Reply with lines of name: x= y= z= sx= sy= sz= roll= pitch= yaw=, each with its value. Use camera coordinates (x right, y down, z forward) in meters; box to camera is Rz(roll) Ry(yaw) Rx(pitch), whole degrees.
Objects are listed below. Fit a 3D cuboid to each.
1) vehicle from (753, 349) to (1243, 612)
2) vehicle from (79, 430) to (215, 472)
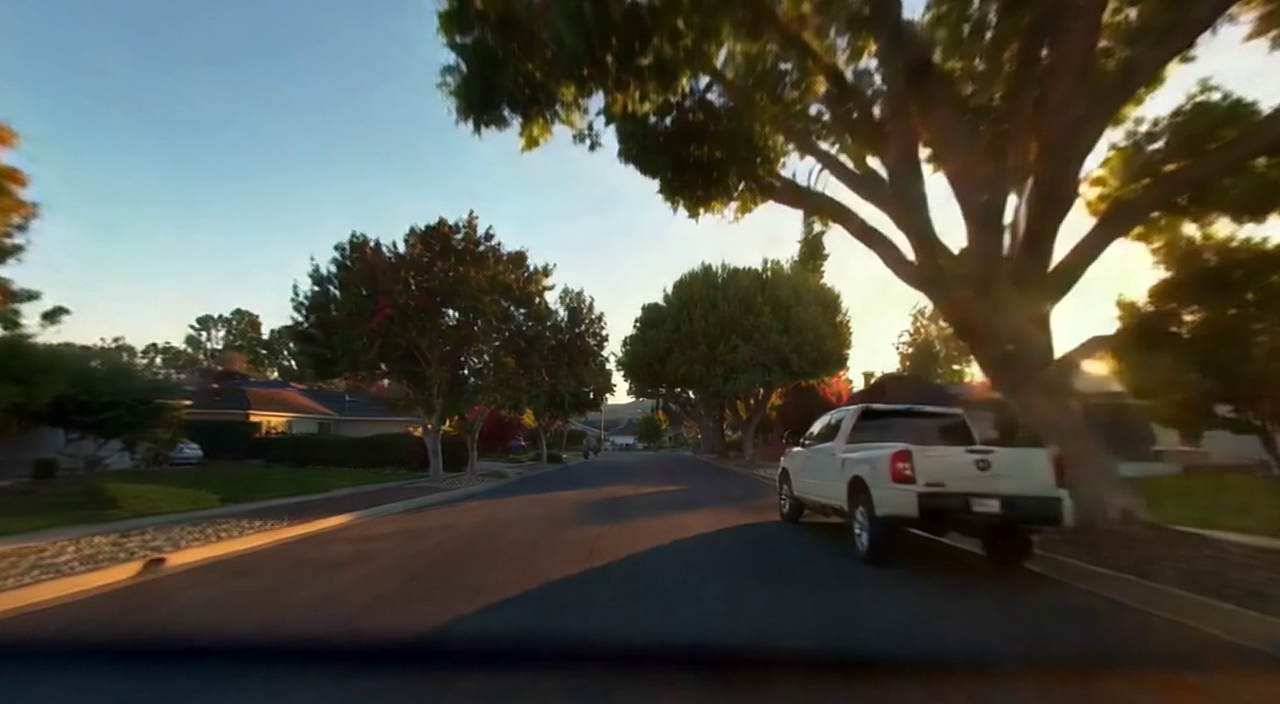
vehicle: x=3.681 y=1.618 z=9.132 sx=2.789 sy=2.206 sz=7.420 roll=-1 pitch=-8 yaw=1
vehicle: x=-19.471 y=3.892 z=25.006 sx=4.337 sy=1.496 sz=1.868 roll=-2 pitch=-9 yaw=15
